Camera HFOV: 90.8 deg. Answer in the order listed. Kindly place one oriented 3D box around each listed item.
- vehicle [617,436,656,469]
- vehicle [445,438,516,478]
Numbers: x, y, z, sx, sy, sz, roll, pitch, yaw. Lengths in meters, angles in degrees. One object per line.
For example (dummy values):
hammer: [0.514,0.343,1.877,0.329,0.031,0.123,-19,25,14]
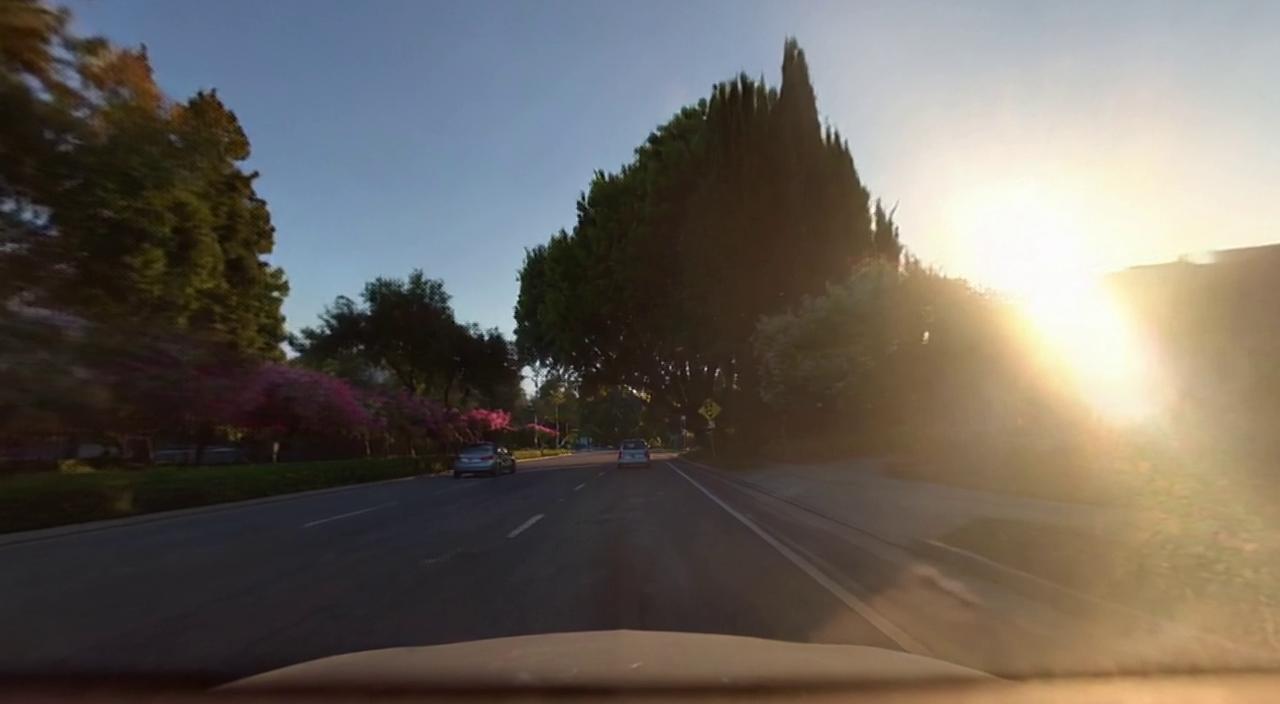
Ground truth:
vehicle: [-0.180,5.746,36.347,2.070,1.764,4.552,0,-8,0]
vehicle: [-7.188,4.803,28.951,1.993,1.657,4.487,0,-8,1]
